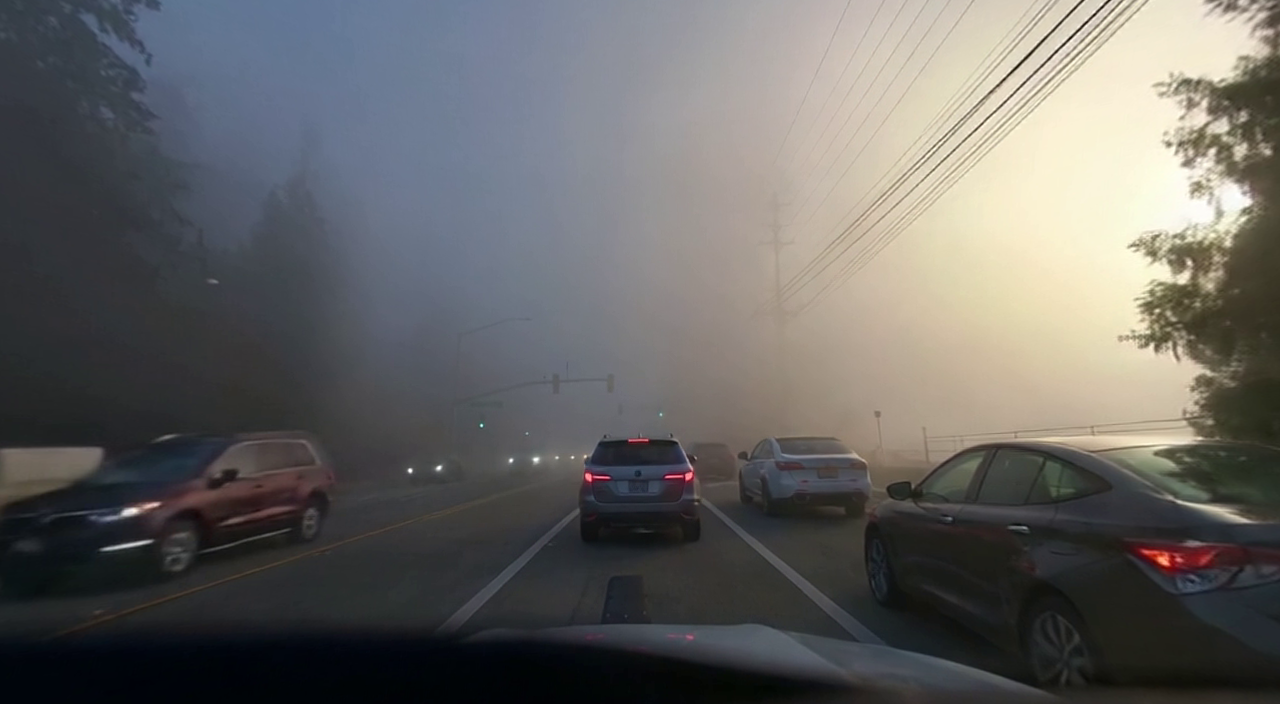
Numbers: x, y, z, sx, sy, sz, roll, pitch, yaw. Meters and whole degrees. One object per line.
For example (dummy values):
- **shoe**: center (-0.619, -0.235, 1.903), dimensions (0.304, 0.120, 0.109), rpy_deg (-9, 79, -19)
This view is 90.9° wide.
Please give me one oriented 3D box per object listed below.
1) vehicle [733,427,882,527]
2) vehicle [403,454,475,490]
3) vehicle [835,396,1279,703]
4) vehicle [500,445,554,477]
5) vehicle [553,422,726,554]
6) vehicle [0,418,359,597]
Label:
- **vehicle**: center (3.192, 2.454, 12.955), dimensions (1.914, 1.698, 4.049), rpy_deg (0, -8, 0)
- **vehicle**: center (-9.251, 5.539, 29.370), dimensions (1.854, 1.459, 4.288), rpy_deg (0, -8, 1)
- **vehicle**: center (2.867, 1.181, 3.943), dimensions (1.950, 1.487, 4.275), rpy_deg (0, -8, 0)
- **vehicle**: center (-6.464, 6.256, 36.527), dimensions (2.218, 1.722, 4.397), rpy_deg (0, -8, 1)
- **vehicle**: center (0.012, 2.039, 10.144), dimensions (2.200, 1.653, 4.127), rpy_deg (0, -8, 1)
- **vehicle**: center (-6.376, 1.999, 9.129), dimensions (2.328, 1.861, 4.891), rpy_deg (0, -8, 0)
